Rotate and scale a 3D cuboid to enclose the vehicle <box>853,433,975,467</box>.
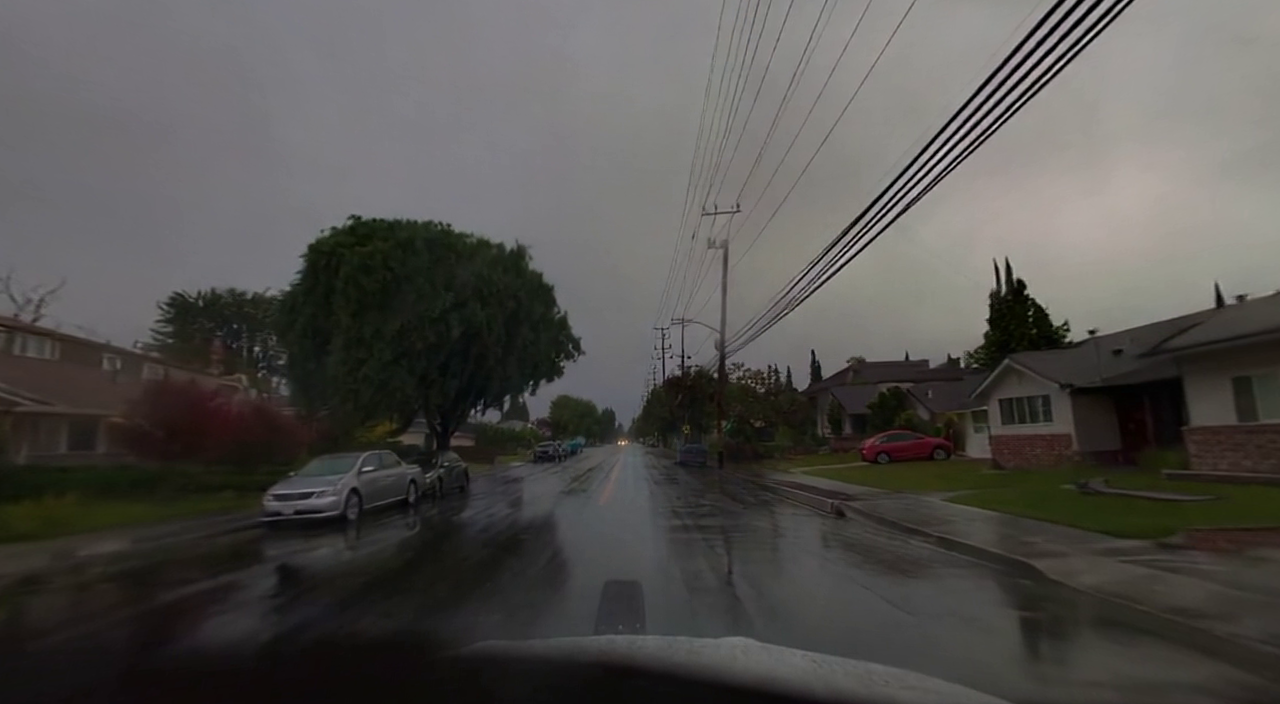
[{"bbox_3d":[12.290,4.419,28.524,4.605,1.492,1.898,0,-9,0],"label":"vehicle"}]

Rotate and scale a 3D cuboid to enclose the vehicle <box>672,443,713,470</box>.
[{"bbox_3d":[3.038,6.108,37.249,1.925,1.482,4.326,0,-9,-2],"label":"vehicle"}]

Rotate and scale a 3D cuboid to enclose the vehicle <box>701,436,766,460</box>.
[{"bbox_3d":[6.989,7.216,47.462,4.486,1.788,2.177,0,-9,-1],"label":"vehicle"}]

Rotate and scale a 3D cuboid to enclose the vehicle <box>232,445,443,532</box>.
[{"bbox_3d":[-6.243,2.824,13.943,2.208,1.491,5.089,0,-8,-1],"label":"vehicle"}]
